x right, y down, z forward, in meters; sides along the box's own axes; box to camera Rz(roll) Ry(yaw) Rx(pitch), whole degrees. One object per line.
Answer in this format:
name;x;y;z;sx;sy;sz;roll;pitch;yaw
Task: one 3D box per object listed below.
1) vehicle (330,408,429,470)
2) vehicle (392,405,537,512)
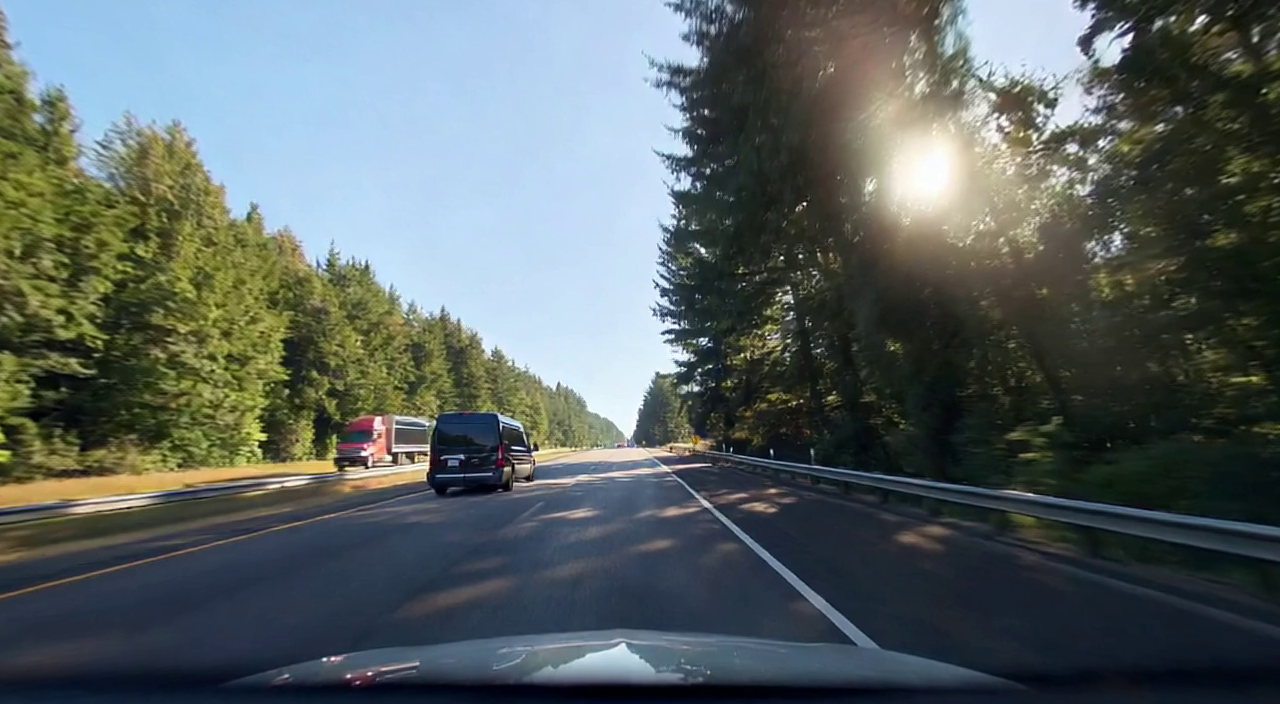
vehicle;-17.197;5.882;42.465;2.920;3.712;8.832;-1;-8;0
vehicle;-3.762;2.377;14.483;1.976;2.029;4.737;-1;-8;0
